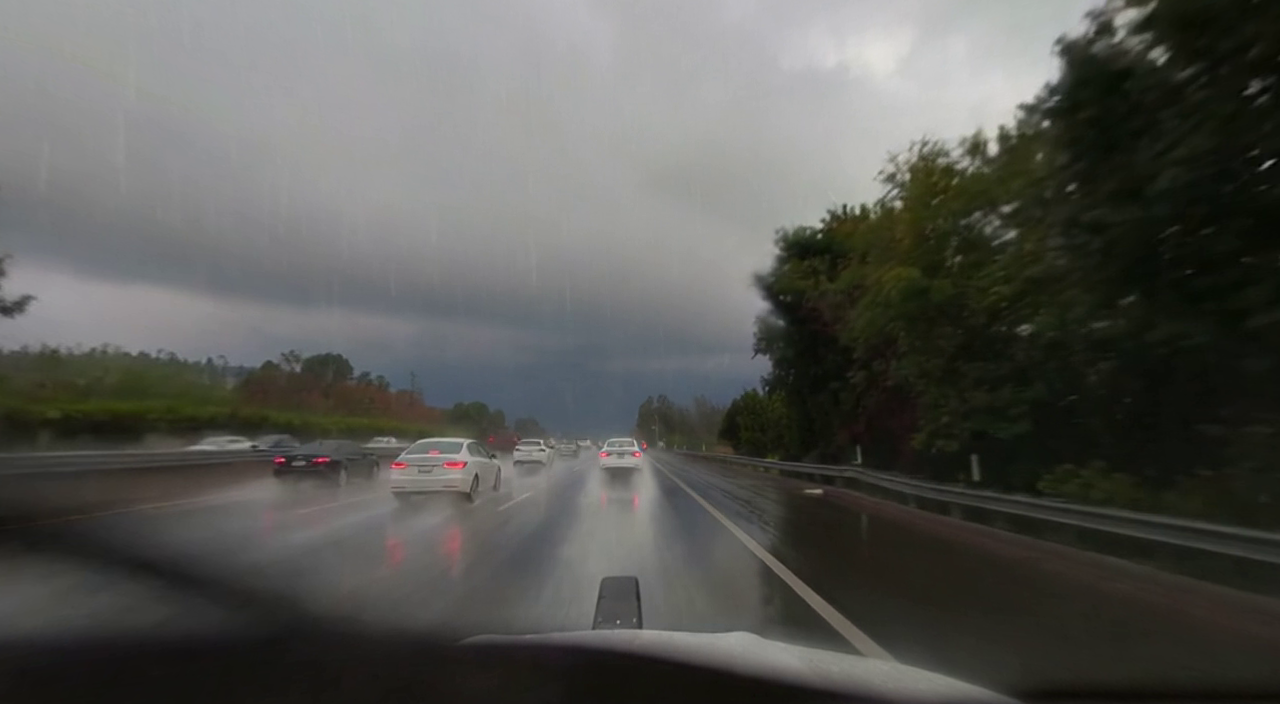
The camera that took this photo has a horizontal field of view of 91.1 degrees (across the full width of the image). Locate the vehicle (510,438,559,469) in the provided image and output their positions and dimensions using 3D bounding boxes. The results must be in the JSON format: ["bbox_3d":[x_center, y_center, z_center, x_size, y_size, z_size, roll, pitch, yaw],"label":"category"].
[{"bbox_3d":[-5.241,5.084,31.723,1.835,1.432,3.835,0,-8,0],"label":"vehicle"}]

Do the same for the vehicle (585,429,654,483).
[{"bbox_3d":[-0.694,3.527,21.761,2.178,1.658,3.916,0,-8,-1],"label":"vehicle"}]

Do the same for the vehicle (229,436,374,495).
[{"bbox_3d":[-9.250,3.096,17.606,1.850,1.439,3.932,0,-8,0],"label":"vehicle"}]

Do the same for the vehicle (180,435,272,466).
[{"bbox_3d":[-21.642,5.123,33.088,1.834,1.469,4.535,0,-8,-1],"label":"vehicle"}]

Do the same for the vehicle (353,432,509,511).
[{"bbox_3d":[-4.372,2.532,14.012,1.971,1.464,4.386,0,-8,0],"label":"vehicle"}]
